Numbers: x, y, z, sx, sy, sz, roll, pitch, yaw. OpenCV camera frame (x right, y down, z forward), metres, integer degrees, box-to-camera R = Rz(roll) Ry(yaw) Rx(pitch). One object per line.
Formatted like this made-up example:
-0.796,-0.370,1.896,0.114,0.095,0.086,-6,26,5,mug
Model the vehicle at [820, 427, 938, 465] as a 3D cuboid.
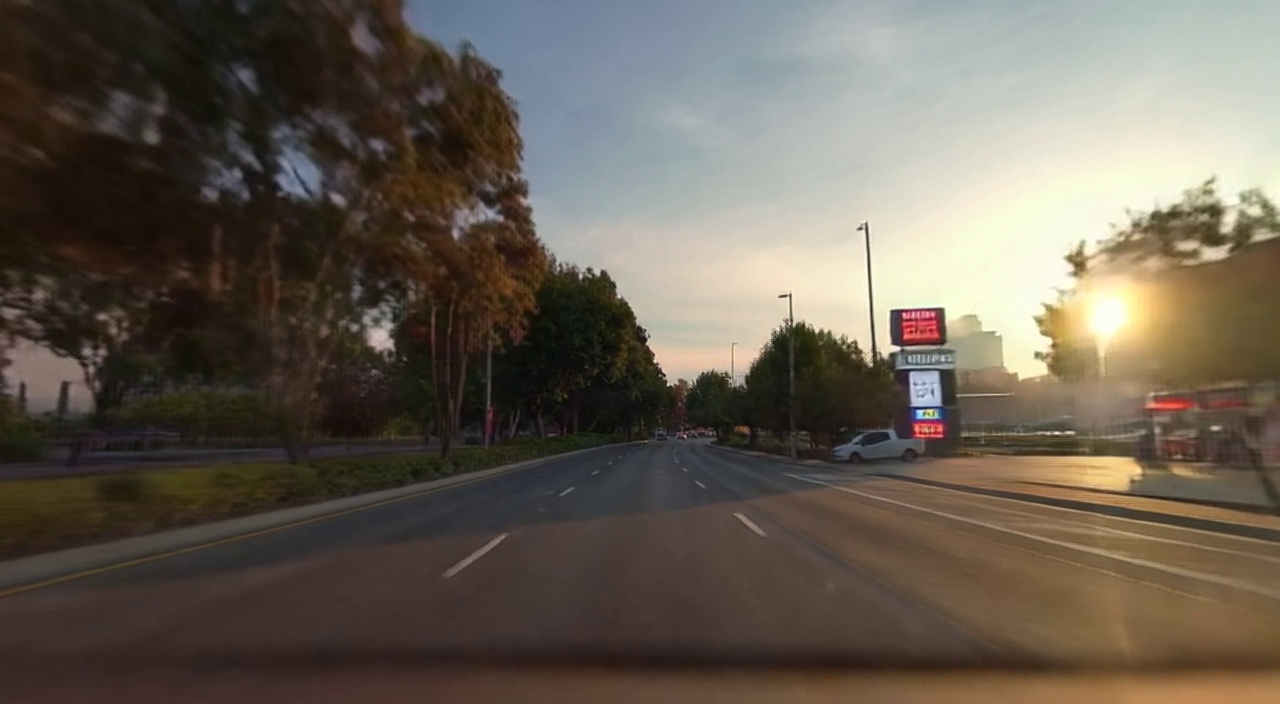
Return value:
10.685,4.237,28.477,4.476,1.629,1.953,0,-8,0,vehicle
